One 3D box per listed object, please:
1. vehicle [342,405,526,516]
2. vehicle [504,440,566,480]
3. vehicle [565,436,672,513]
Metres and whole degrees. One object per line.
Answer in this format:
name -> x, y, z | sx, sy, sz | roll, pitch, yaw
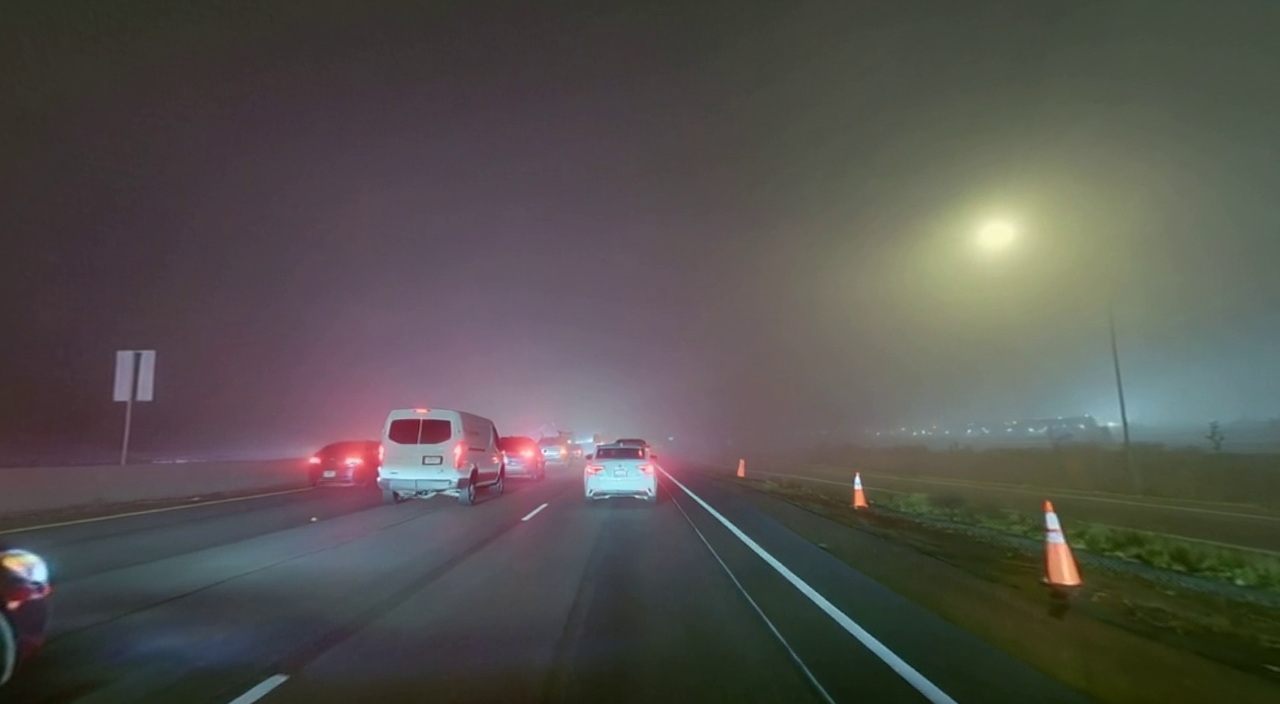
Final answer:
vehicle -> -4.286, 2.410, 14.501 | 2.324, 2.012, 5.740 | 0, -9, -1
vehicle -> -4.149, 4.316, 25.553 | 1.824, 1.459, 4.007 | 0, -9, 0
vehicle -> -0.442, 2.674, 14.279 | 2.069, 1.484, 3.918 | 0, -9, -1
